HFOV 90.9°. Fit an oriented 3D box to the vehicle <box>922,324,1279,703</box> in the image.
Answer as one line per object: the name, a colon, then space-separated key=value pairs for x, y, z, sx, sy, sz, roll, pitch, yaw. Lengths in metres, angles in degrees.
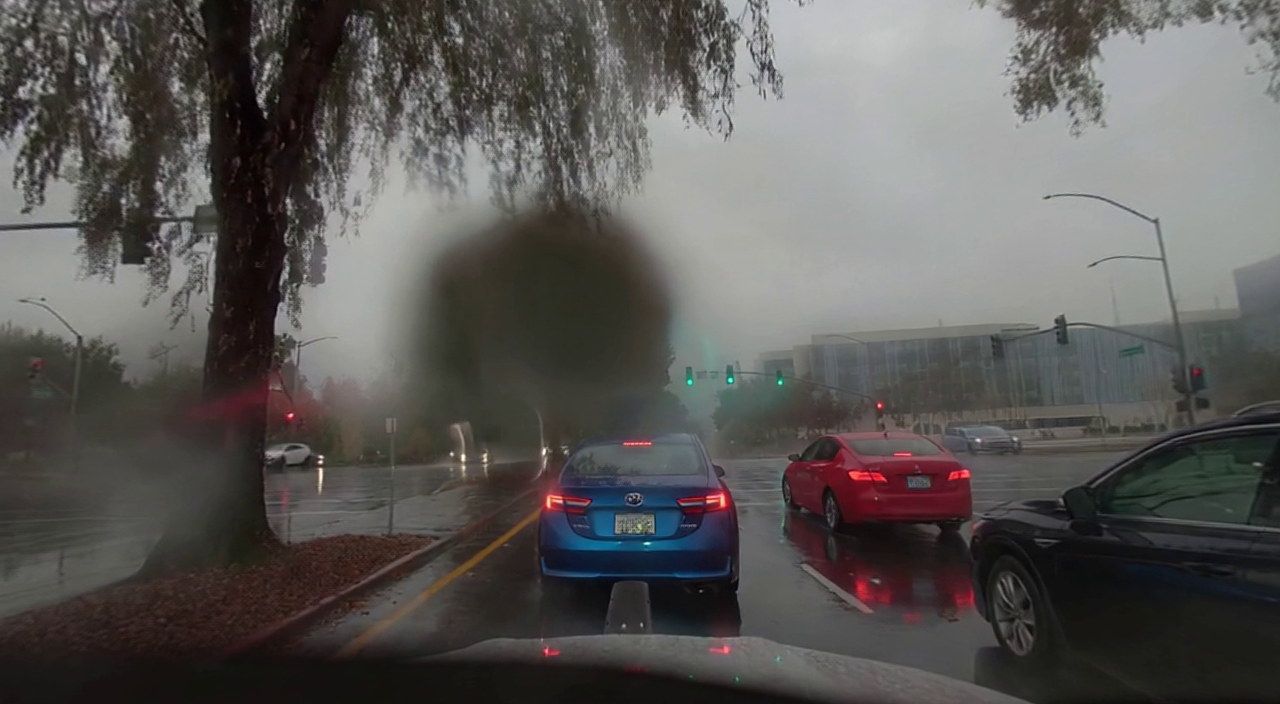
vehicle: x=3.720 y=0.935 z=3.449 sx=2.162 sy=1.829 sz=4.519 roll=0 pitch=-9 yaw=-1

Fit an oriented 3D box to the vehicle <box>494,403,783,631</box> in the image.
vehicle: x=-0.027 y=1.479 z=6.521 sx=2.074 sy=1.631 sz=3.793 roll=0 pitch=-9 yaw=-1

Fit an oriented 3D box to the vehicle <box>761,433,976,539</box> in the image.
vehicle: x=3.687 y=2.261 z=11.314 sx=2.054 sy=1.482 sz=4.654 roll=0 pitch=-9 yaw=-1
